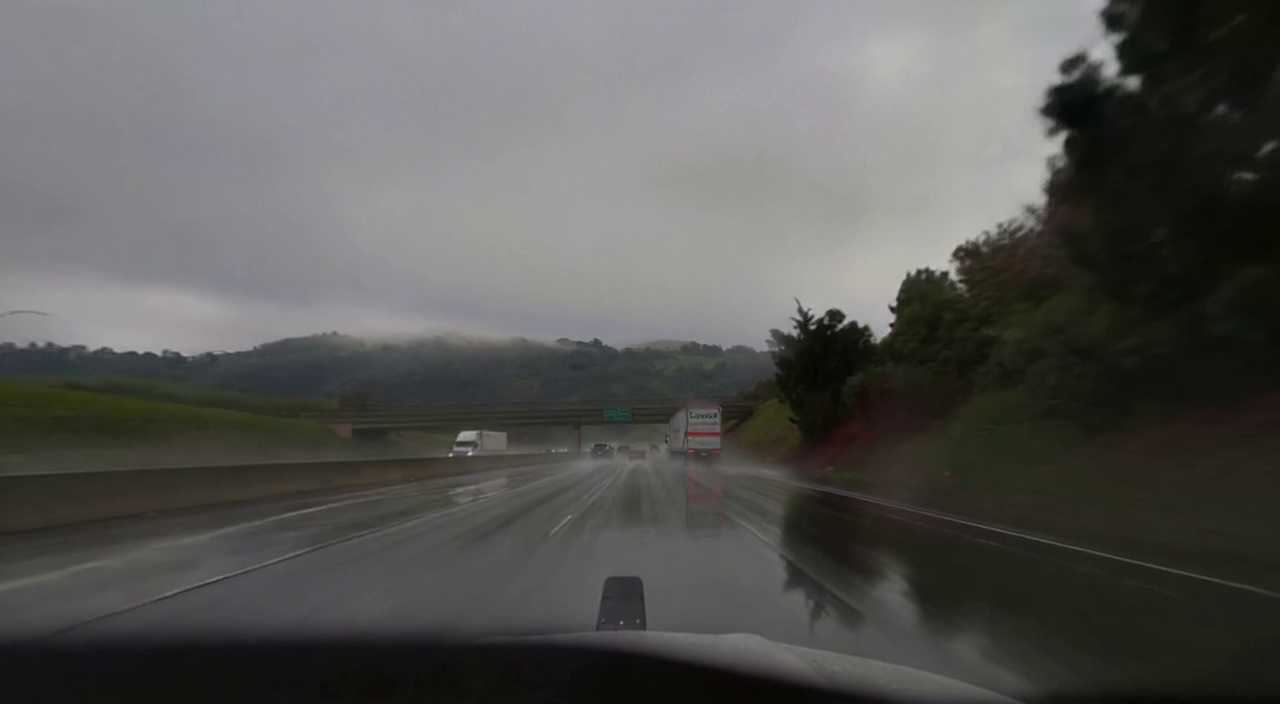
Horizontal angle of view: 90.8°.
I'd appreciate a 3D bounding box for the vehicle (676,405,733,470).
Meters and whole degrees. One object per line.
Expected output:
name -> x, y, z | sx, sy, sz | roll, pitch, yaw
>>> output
vehicle -> 4.211, 5.930, 43.185 | 2.885, 3.992, 8.526 | 0, -9, 0
